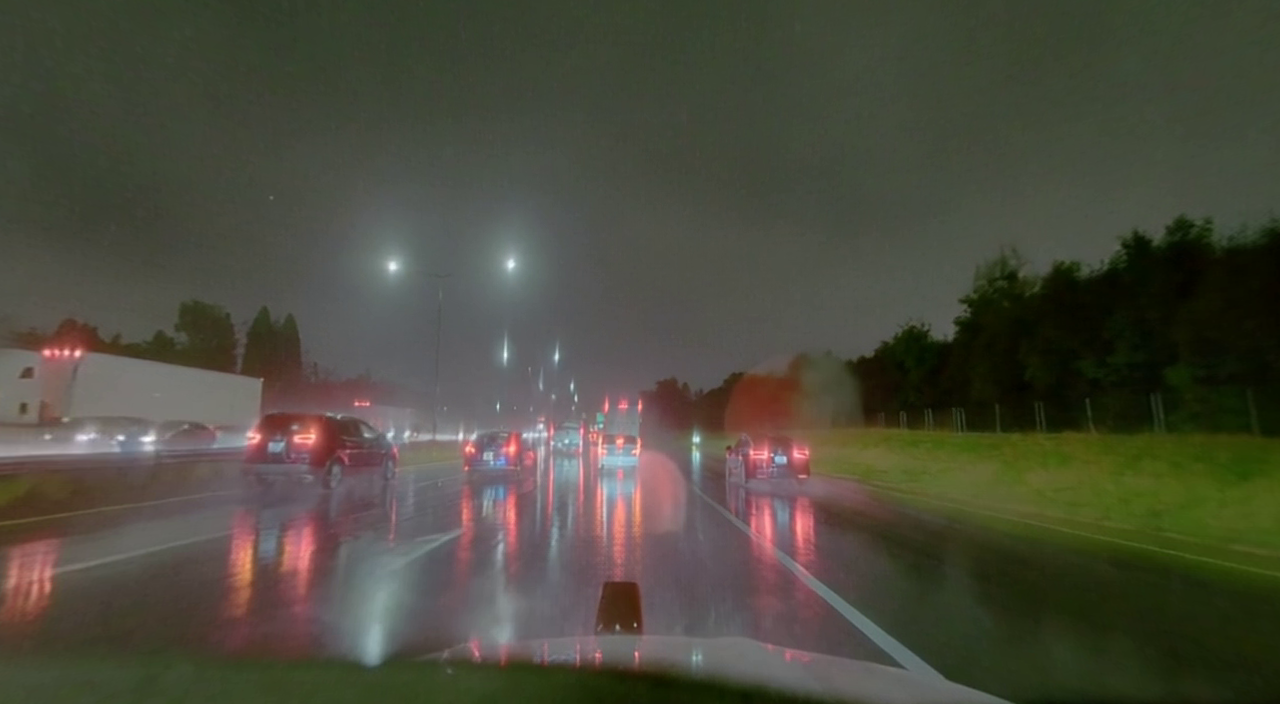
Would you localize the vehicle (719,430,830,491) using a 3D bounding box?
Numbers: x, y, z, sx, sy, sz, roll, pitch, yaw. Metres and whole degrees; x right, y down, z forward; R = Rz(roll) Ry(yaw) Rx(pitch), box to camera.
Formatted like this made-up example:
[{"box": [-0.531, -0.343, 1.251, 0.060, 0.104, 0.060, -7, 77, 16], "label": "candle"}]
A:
[{"box": [3.594, 2.975, 17.734, 1.981, 1.474, 4.396, 0, -8, -3], "label": "vehicle"}]

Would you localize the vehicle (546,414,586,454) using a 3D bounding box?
[{"box": [-5.101, 5.758, 44.108, 2.303, 2.610, 6.579, 0, -8, -3], "label": "vehicle"}]

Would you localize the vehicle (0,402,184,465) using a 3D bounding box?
[{"box": [-15.238, 2.290, 17.587, 1.831, 1.512, 4.273, 0, -8, -2], "label": "vehicle"}]

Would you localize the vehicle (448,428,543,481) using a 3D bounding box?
[{"box": [-4.473, 3.228, 20.205, 2.046, 1.493, 4.384, 0, -8, 0], "label": "vehicle"}]

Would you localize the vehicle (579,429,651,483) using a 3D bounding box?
[{"box": [-0.735, 3.134, 19.296, 1.980, 1.478, 3.758, 0, -8, -1], "label": "vehicle"}]

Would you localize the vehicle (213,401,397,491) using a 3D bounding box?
[{"box": [-8.192, 2.361, 16.036, 2.158, 1.943, 4.662, 0, -8, -1], "label": "vehicle"}]

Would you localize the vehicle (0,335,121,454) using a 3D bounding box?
[{"box": [-22.980, 1.690, 23.144, 2.975, 3.953, 5.356, 1, -8, -2], "label": "vehicle"}]
